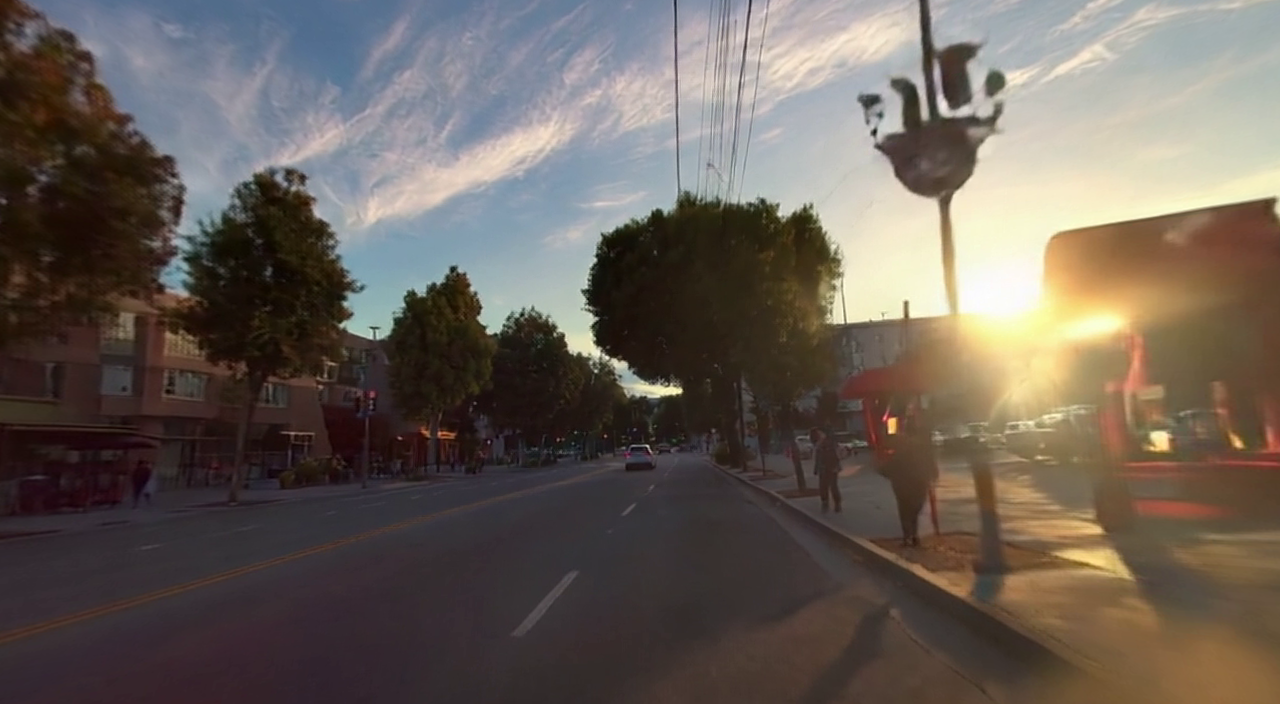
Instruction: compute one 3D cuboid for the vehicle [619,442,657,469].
[{"bbox_3d":[-0.077,6.996,42.795,2.101,1.721,4.364,-1,-9,5],"label":"vehicle"}]
